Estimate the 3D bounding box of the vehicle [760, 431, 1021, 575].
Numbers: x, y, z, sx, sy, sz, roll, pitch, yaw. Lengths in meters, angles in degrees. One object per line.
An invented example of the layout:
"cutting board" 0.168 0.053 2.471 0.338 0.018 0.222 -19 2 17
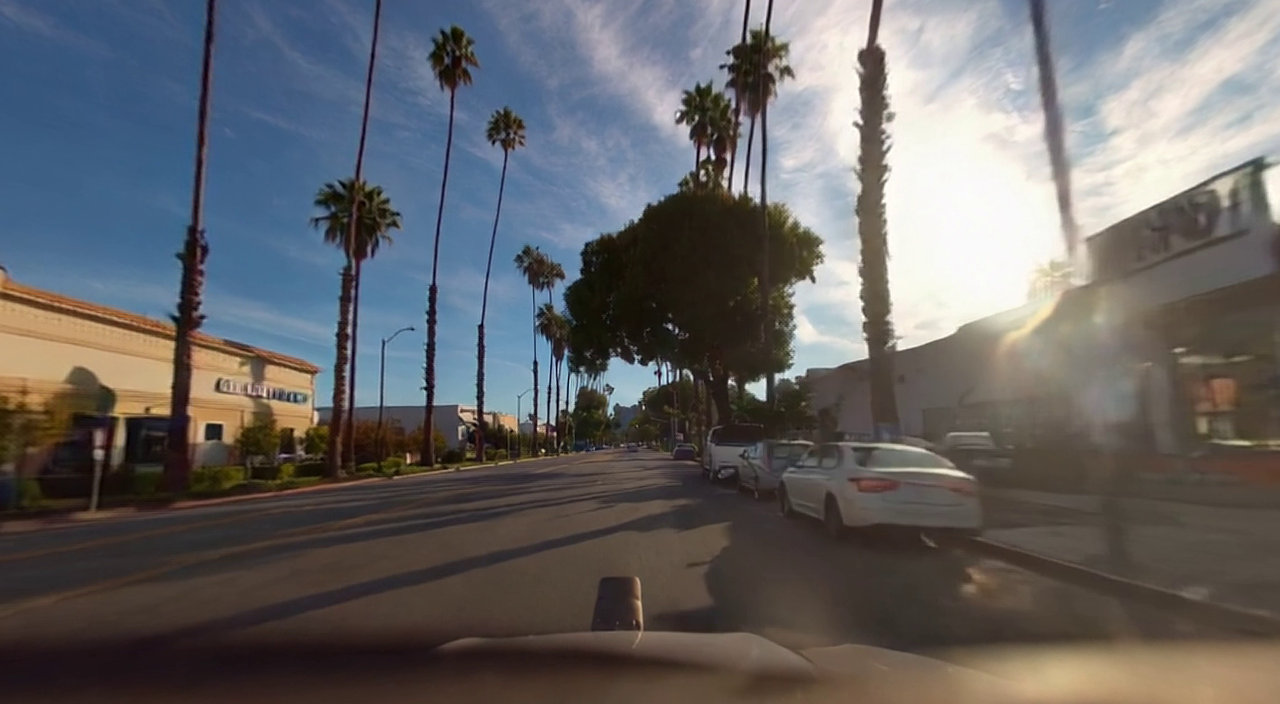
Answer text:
"vehicle" 3.245 2.052 9.411 2.046 1.588 4.508 0 -9 0
